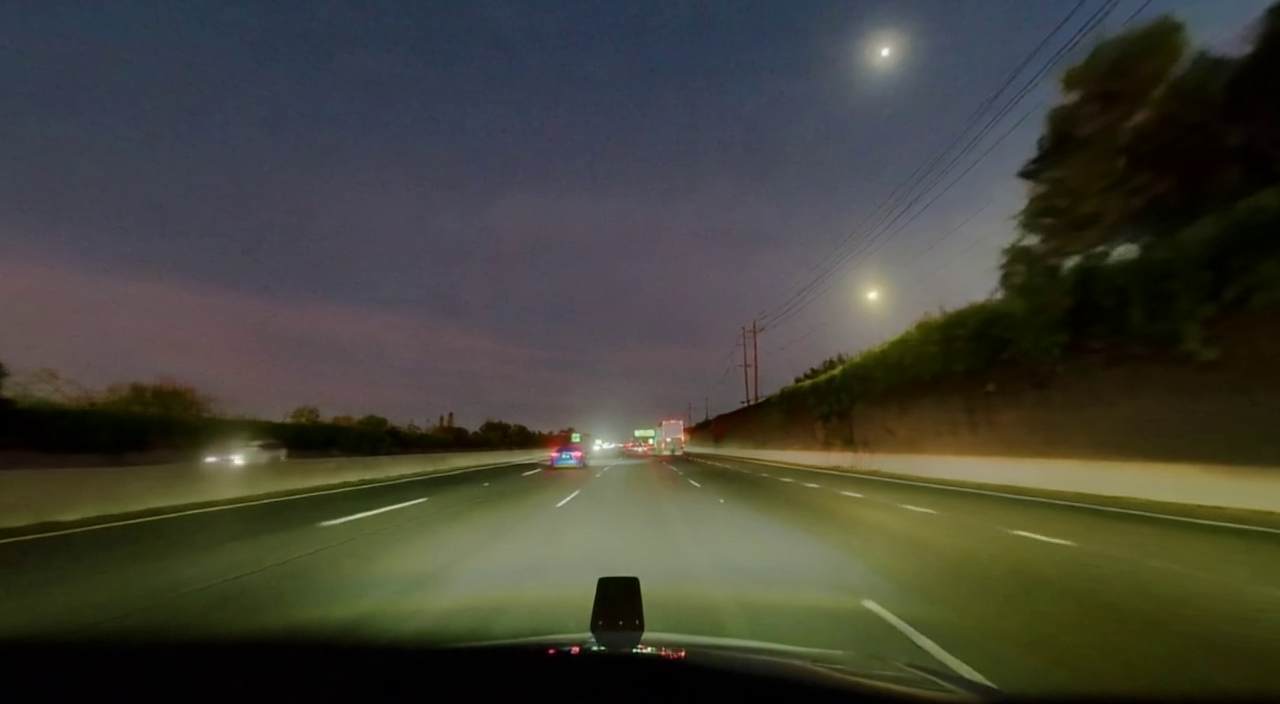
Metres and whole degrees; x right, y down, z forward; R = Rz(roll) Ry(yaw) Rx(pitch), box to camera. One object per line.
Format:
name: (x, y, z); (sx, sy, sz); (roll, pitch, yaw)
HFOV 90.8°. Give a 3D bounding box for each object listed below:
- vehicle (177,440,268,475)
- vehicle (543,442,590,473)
vehicle: (-24.830, 6.270, 37.793); (2.200, 1.915, 4.635); (0, -9, 0)
vehicle: (-3.876, 5.691, 34.127); (2.009, 1.533, 4.175); (0, -9, 0)
